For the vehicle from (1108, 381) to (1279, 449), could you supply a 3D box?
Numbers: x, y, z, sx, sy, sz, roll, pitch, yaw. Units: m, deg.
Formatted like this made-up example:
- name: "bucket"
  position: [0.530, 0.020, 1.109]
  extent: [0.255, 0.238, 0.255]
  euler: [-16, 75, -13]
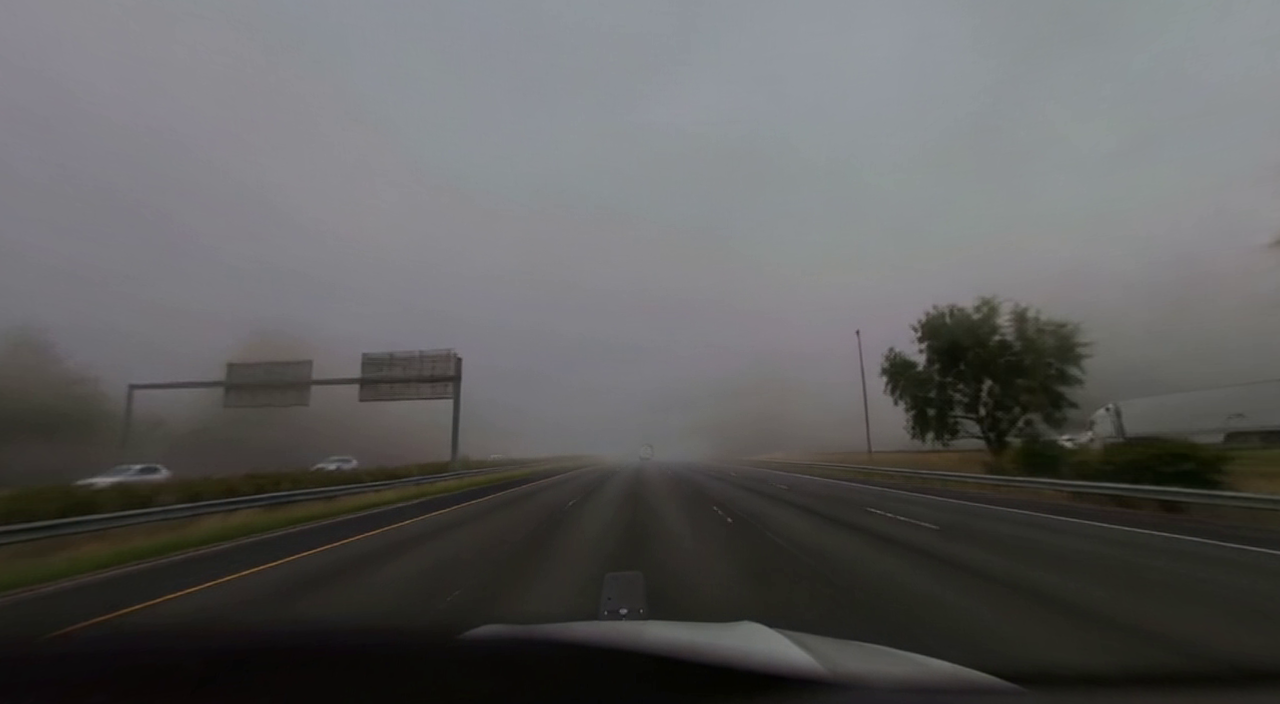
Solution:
- name: "vehicle"
  position: [39.011, 4.492, 42.383]
  extent: [2.876, 4.046, 13.881]
  euler: [1, -9, -8]

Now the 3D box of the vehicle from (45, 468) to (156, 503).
- name: "vehicle"
  position: [-28.453, 7.004, 33.434]
  extent: [1.772, 1.575, 4.542]
  euler: [0, -9, 1]

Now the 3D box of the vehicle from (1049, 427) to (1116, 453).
- name: "vehicle"
  position: [33.529, 6.719, 47.845]
  extent: [2.038, 1.823, 3.744]
  euler: [1, -9, -9]
